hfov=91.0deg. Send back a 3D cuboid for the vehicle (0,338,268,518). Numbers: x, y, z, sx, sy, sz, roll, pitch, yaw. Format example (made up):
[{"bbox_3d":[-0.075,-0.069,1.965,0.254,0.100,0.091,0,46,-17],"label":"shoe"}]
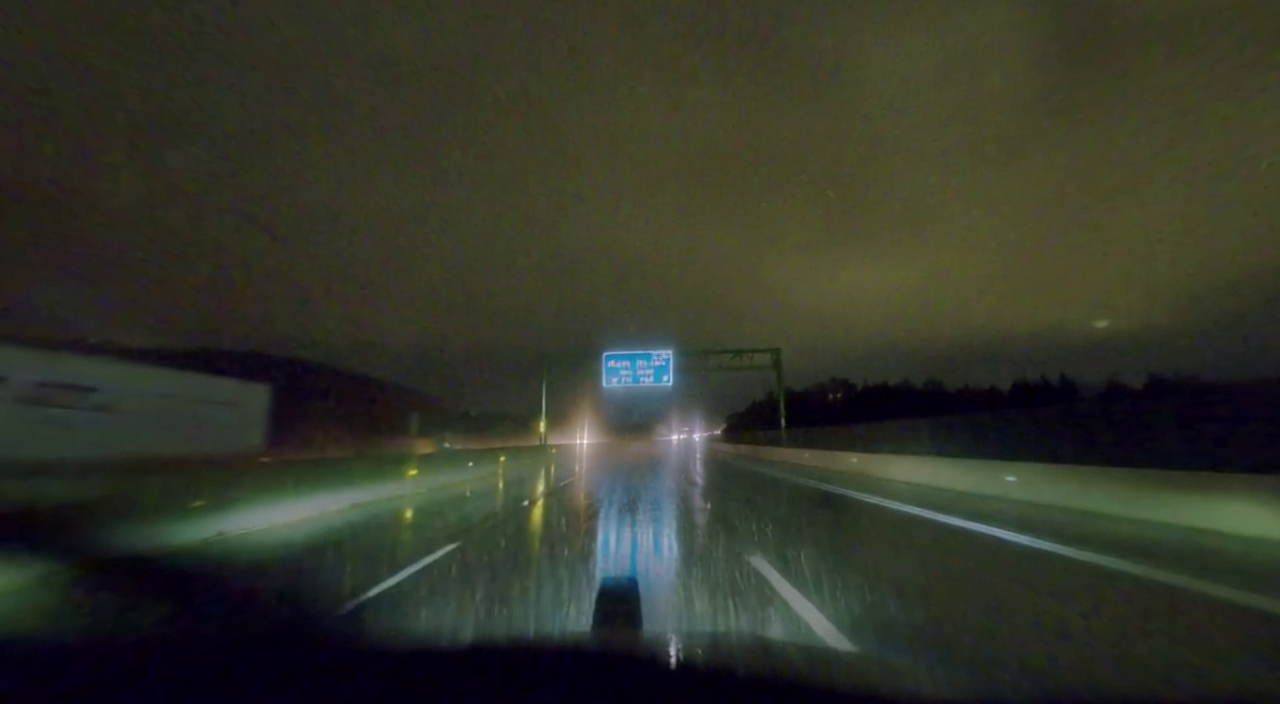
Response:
[{"bbox_3d":[-16.075,2.188,17.521,2.911,4.072,14.044,0,-8,0],"label":"vehicle"}]
